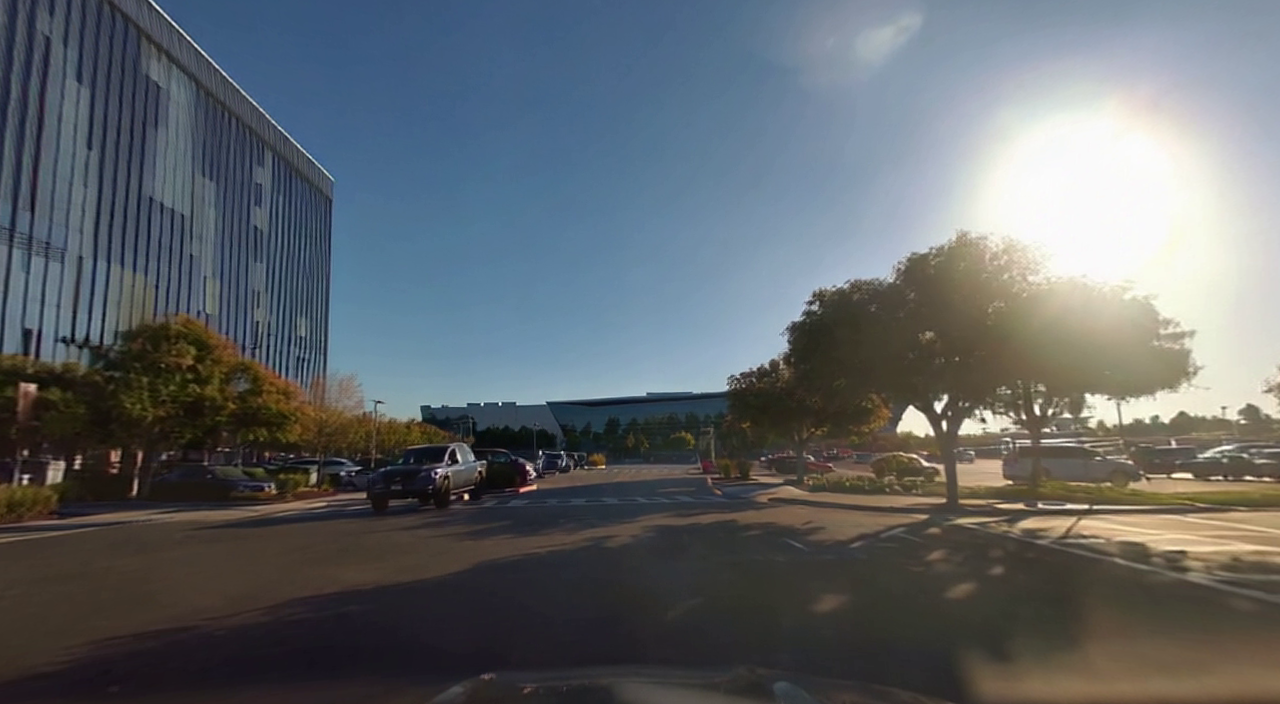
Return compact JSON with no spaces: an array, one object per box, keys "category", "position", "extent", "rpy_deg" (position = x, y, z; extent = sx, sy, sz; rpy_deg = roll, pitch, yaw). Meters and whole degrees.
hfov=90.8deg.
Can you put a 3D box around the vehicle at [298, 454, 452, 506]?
[{"category":"vehicle","position":[-8.690,4.142,20.841],"extent":[4.442,1.504,1.809],"rpy_deg":[4,-10,-28]}]

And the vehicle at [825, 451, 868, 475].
[{"category":"vehicle","position":[14.184,7.625,43.568],"extent":[1.935,1.477,3.719],"rpy_deg":[-1,-8,4]}]

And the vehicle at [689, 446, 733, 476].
[{"category":"vehicle","position":[4.546,7.051,41.186],"extent":[2.262,1.794,5.331],"rpy_deg":[0,-8,0]}]

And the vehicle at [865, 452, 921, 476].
[{"category":"vehicle","position":[17.093,7.550,42.882],"extent":[1.971,1.478,4.477],"rpy_deg":[0,-8,1]}]

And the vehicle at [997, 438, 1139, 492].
[{"category":"vehicle","position":[16.477,4.356,24.757],"extent":[2.048,1.852,4.998],"rpy_deg":[0,-8,0]}]

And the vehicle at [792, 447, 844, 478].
[{"category":"vehicle","position":[10.524,6.544,37.659],"extent":[1.936,1.673,4.305],"rpy_deg":[0,-8,2]}]

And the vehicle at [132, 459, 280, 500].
[{"category":"vehicle","position":[-16.599,4.862,24.293],"extent":[4.331,1.437,1.876],"rpy_deg":[-1,-8,3]}]

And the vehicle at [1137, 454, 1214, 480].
[{"category":"vehicle","position":[31.232,6.681,36.946],"extent":[1.519,1.371,3.278],"rpy_deg":[0,-8,-1]}]

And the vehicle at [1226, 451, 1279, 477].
[{"category":"vehicle","position":[36.955,6.489,36.775],"extent":[1.678,1.423,4.191],"rpy_deg":[-1,-9,1]}]
